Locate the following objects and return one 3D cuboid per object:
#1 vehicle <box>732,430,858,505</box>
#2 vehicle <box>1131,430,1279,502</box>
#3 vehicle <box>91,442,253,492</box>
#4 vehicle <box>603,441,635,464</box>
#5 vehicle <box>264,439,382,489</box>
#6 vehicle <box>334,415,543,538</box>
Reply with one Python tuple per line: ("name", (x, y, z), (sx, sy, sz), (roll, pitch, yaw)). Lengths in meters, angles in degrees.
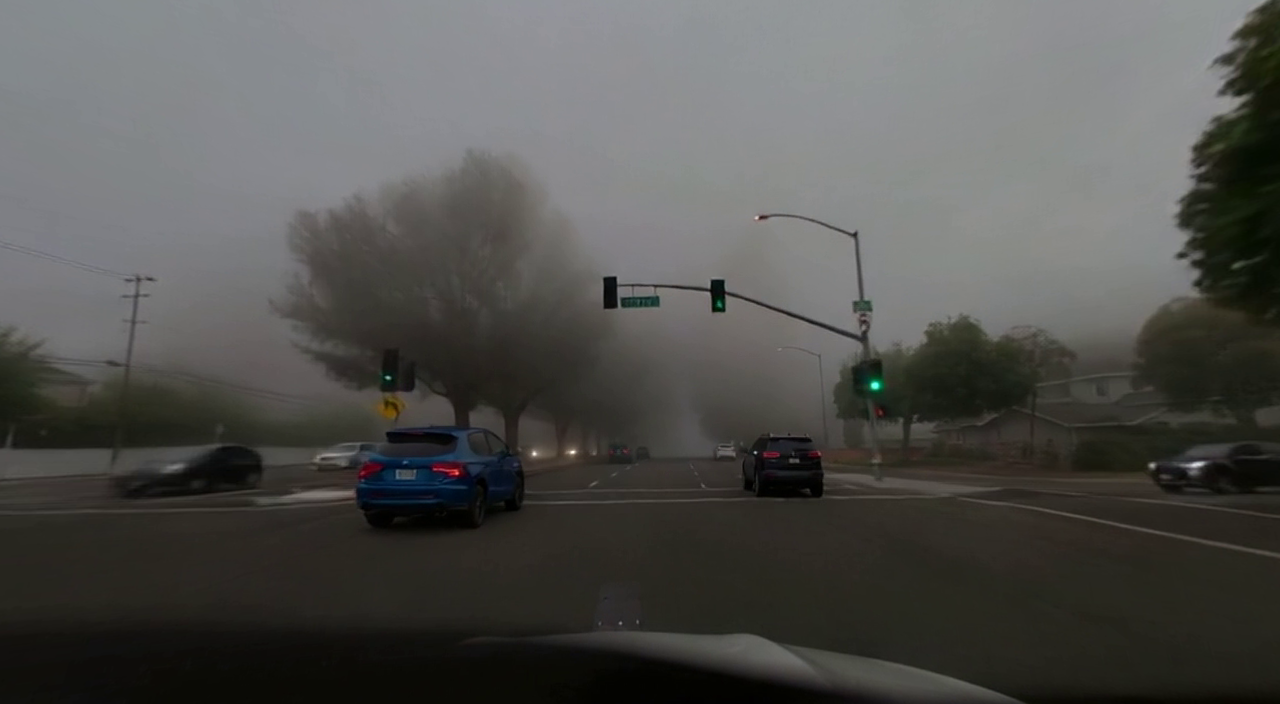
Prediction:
("vehicle", (3.803, 2.910, 16.453), (2.132, 1.659, 4.387), (0, -8, 0))
("vehicle", (16.051, 2.949, 16.857), (4.922, 1.630, 2.094), (1, -8, -18))
("vehicle", (-15.473, 3.792, 21.279), (1.906, 1.457, 4.559), (-1, -8, 1))
("vehicle", (-1.501, 7.305, 46.217), (1.988, 1.569, 4.202), (-1, -8, 3))
("vehicle", (-11.434, 4.022, 23.212), (2.006, 1.492, 4.672), (-3, -8, -1))
("vehicle", (-3.155, 2.059, 11.117), (2.045, 1.688, 4.632), (-1, -8, 2))
